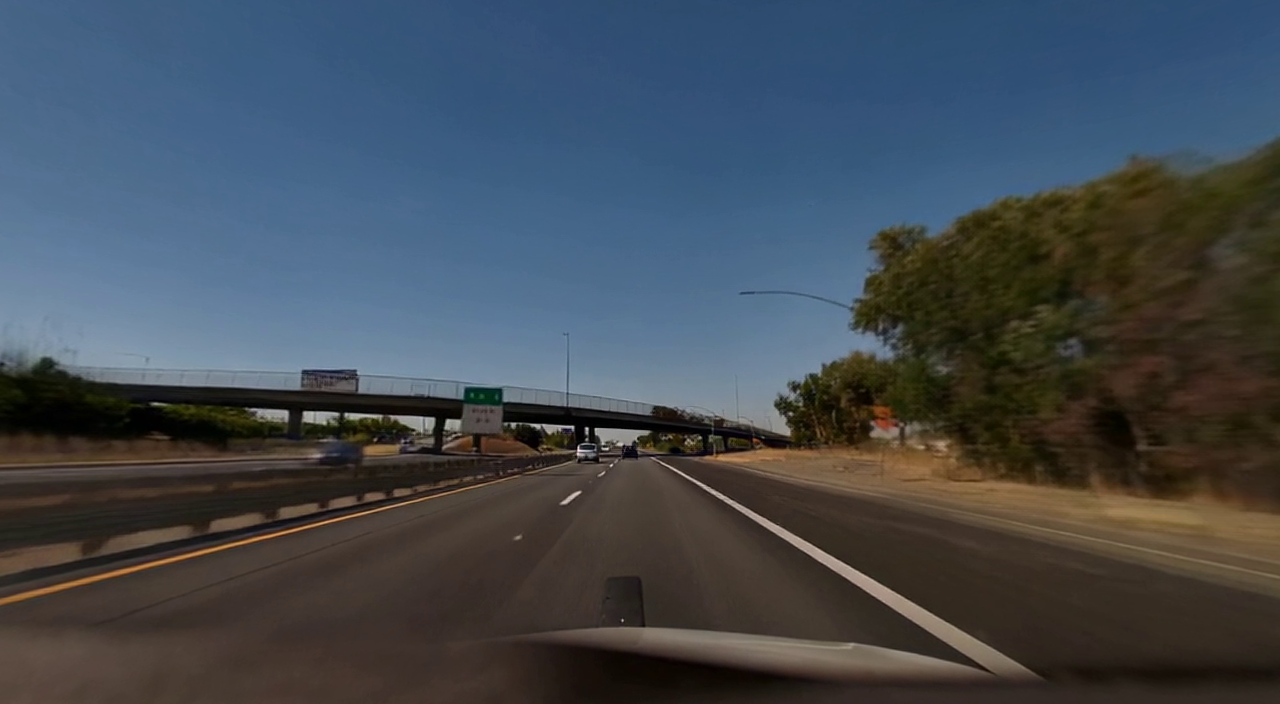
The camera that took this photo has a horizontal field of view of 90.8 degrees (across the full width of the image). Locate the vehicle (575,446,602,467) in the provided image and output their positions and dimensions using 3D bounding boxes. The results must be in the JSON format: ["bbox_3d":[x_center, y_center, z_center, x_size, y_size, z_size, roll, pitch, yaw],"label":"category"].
[{"bbox_3d":[-3.874,7.942,48.058,1.835,1.531,3.811,0,-9,-1],"label":"vehicle"}]

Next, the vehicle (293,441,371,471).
[{"bbox_3d":[-16.347,5.563,33.750,1.828,1.476,4.618,0,-9,0],"label":"vehicle"}]
